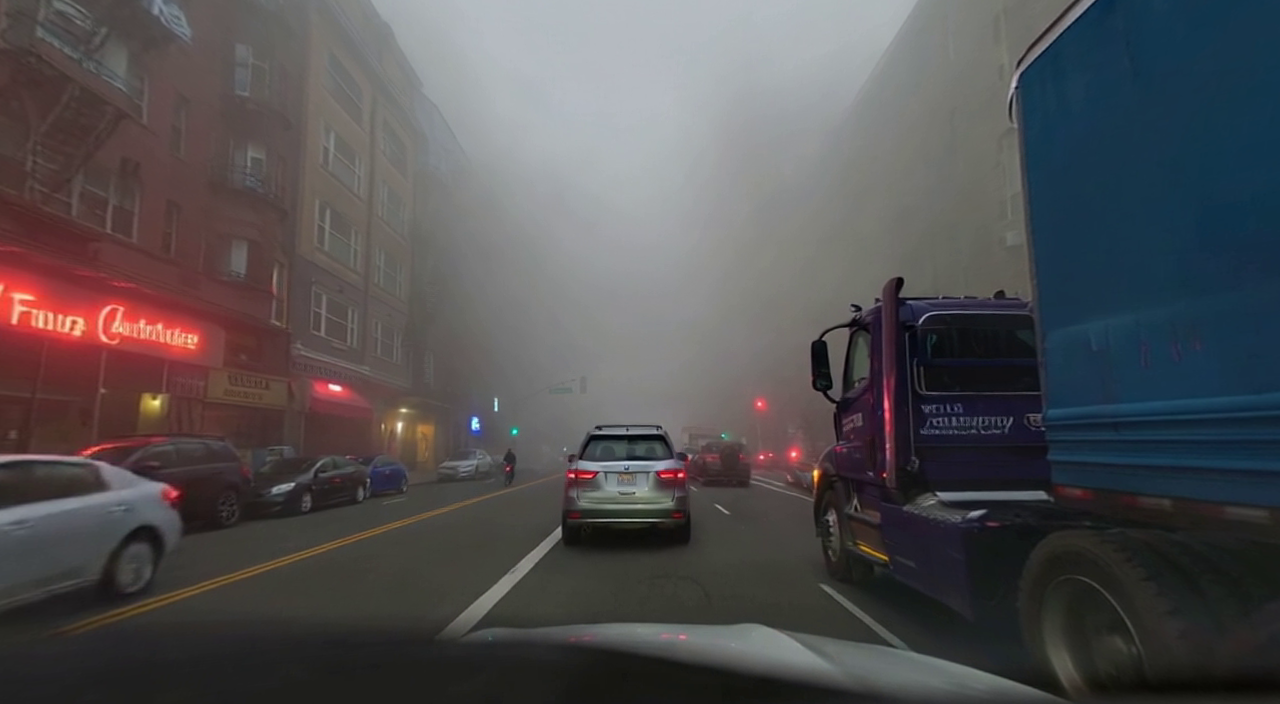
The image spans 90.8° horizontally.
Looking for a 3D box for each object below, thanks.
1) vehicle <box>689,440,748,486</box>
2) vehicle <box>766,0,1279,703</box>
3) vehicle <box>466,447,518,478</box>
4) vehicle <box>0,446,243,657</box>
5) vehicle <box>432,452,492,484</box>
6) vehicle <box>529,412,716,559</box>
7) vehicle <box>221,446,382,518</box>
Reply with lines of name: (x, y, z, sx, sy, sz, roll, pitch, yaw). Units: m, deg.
vehicle: (3.156, 4.537, 26.164, 2.159, 1.696, 4.316, -1, -8, 4)
vehicle: (2.913, -0.030, 2.197, 2.913, 3.771, 9.716, 0, -8, 0)
vehicle: (-8.700, 6.532, 37.534, 2.084, 1.686, 4.422, 0, -8, -1)
vehicle: (-5.532, 1.494, 4.962, 1.997, 1.467, 4.373, 0, -8, 0)
vehicle: (-8.720, 5.700, 31.338, 1.805, 1.379, 4.359, 0, -8, -1)
vehicle: (-0.217, 1.970, 10.073, 2.283, 1.783, 4.548, 0, -8, 0)
vehicle: (-8.842, 3.375, 17.043, 1.896, 1.652, 4.269, 0, -8, 1)
